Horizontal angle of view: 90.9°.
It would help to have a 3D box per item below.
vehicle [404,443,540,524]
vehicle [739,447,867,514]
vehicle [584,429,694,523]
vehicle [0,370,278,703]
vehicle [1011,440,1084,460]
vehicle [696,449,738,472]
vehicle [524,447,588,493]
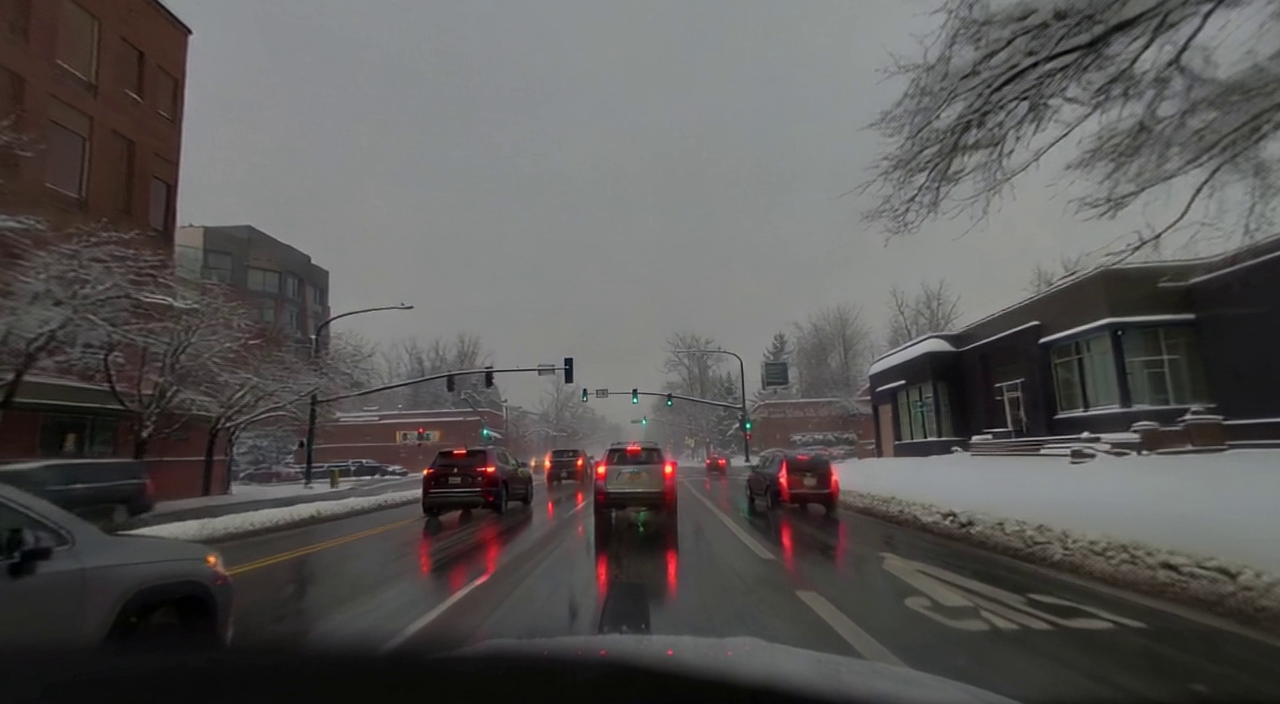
[{"bbox_3d":[-3.696,2.936,14.738,1.886,1.599,4.247,0,-8,2],"label":"vehicle"},{"bbox_3d":[3.941,3.170,16.155,1.986,1.457,4.566,0,-8,-1],"label":"vehicle"},{"bbox_3d":[0.001,2.654,14.015,2.075,1.770,4.018,0,-8,1],"label":"vehicle"},{"bbox_3d":[-3.336,0.794,1.683,1.975,1.624,4.481,0,-8,1],"label":"vehicle"},{"bbox_3d":[31.720,7.659,49.161,4.169,1.475,2.059,-2,-9,11],"label":"vehicle"},{"bbox_3d":[5.702,7.946,46.242,1.878,1.526,4.736,-3,-9,21],"label":"vehicle"},{"bbox_3d":[-3.241,4.594,24.983,1.894,1.642,3.861,0,-8,1],"label":"vehicle"}]
